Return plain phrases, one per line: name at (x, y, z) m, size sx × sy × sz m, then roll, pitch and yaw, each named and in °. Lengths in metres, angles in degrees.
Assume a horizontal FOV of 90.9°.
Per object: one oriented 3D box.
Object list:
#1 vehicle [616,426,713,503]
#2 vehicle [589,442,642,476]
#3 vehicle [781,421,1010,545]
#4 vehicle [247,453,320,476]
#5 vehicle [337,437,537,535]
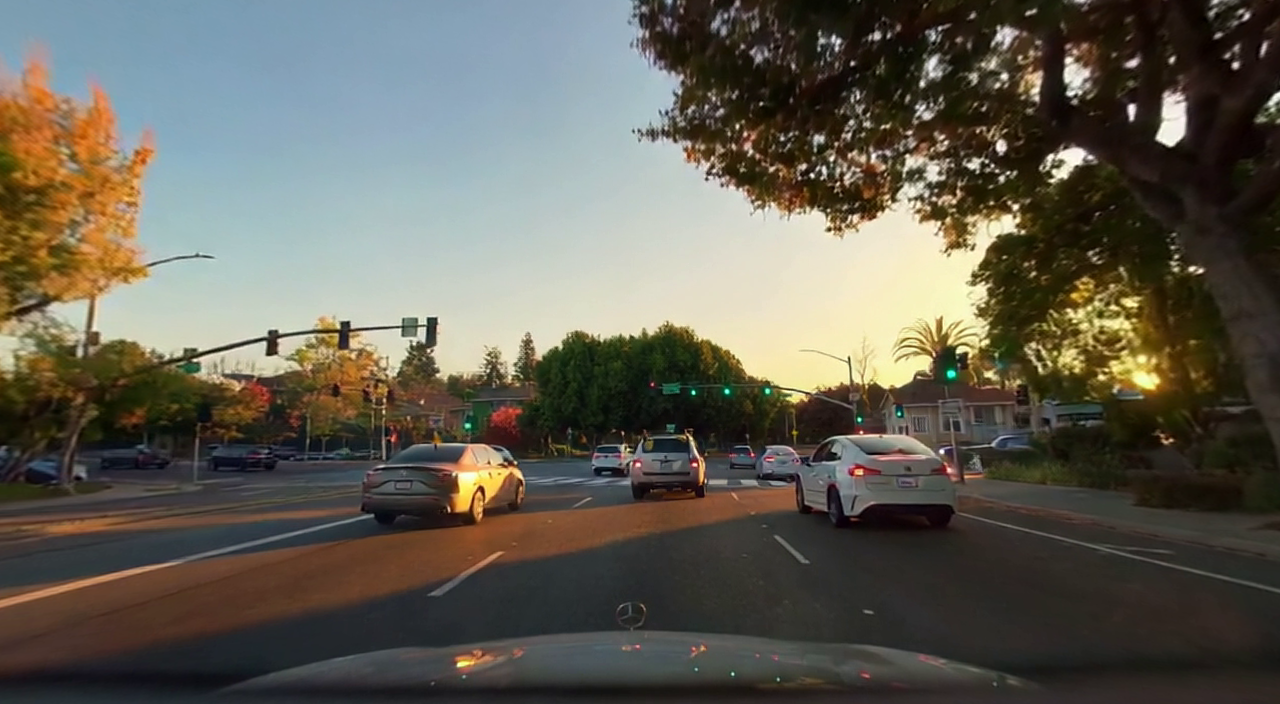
vehicle at (0.755, 2.959, 16.952) m, size 2.250 × 1.768 × 4.574 m, roll -1°, pitch -9°, yaw 5°
vehicle at (-1.121, 5.182, 30.778) m, size 1.951 × 1.492 × 4.095 m, roll -1°, pitch -9°, yaw 7°
vehicle at (3.921, 2.100, 10.786) m, size 2.106 × 1.636 × 4.655 m, roll 0°, pitch -9°, yaw 2°
vehicle at (-27.649, 8.729, 48.944) m, size 4.711 × 1.661 × 1.990 m, roll -2°, pitch -9°, yaw 13°
vehicle at (-3.464, 2.373, 11.896) m, size 2.006 × 1.464 × 4.586 m, roll -1°, pitch -9°, yaw 4°
